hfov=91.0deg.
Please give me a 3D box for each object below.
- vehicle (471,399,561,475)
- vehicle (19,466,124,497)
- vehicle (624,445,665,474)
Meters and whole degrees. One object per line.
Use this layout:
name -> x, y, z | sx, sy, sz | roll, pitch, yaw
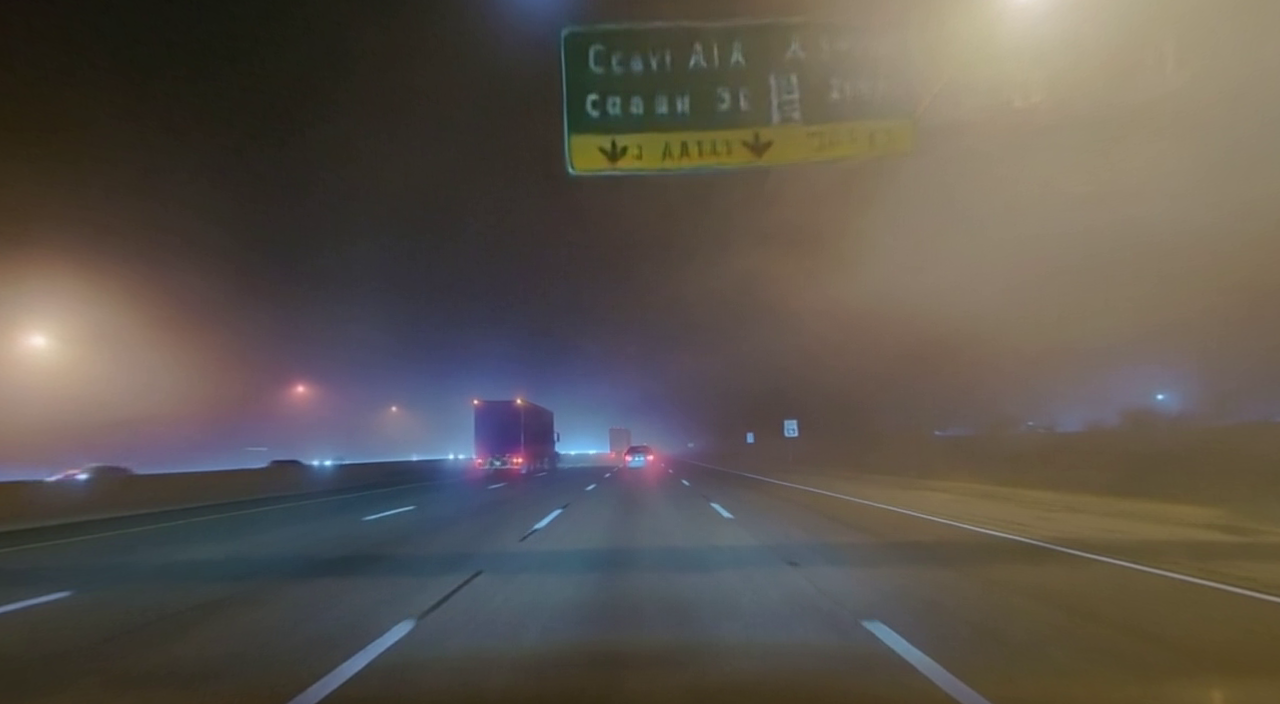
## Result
vehicle -> -6.994, 5.140, 37.547 | 3.067, 3.804, 11.136 | 0, -9, 0
vehicle -> -31.398, 7.133, 34.989 | 1.765, 1.472, 4.346 | 0, -9, 0
vehicle -> 0.193, 5.791, 34.132 | 2.066, 1.469, 4.050 | 0, -9, -1
